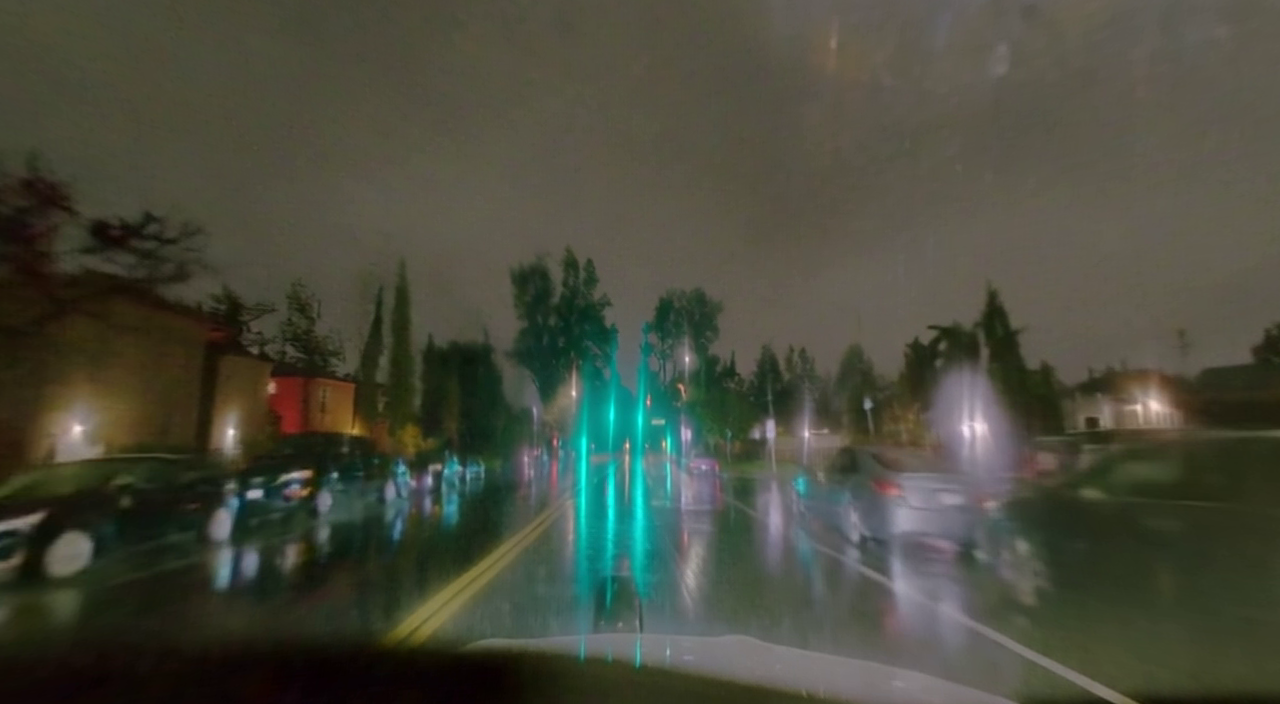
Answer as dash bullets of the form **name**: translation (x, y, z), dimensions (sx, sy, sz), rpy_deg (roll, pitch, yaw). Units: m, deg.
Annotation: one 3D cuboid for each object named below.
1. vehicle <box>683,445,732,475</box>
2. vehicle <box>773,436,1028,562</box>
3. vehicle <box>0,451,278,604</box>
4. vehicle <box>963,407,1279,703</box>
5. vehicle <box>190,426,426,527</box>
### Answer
- **vehicle**: translation (3.578, 5.792, 34.116), dimensions (2.005, 1.466, 4.767), rpy_deg (0, -8, -1)
- **vehicle**: translation (3.581, 2.091, 9.778), dimensions (2.033, 1.467, 4.471), rpy_deg (0, -8, 0)
- **vehicle**: translation (-7.509, 2.176, 8.835), dimensions (2.057, 1.486, 4.759), rpy_deg (0, -8, 0)
- **vehicle**: translation (4.090, 1.106, 3.550), dimensions (1.854, 1.537, 4.759), rpy_deg (0, -8, -2)
- **vehicle**: translation (-7.573, 2.899, 15.434), dimensions (2.613, 1.959, 5.843), rpy_deg (0, -8, 0)
